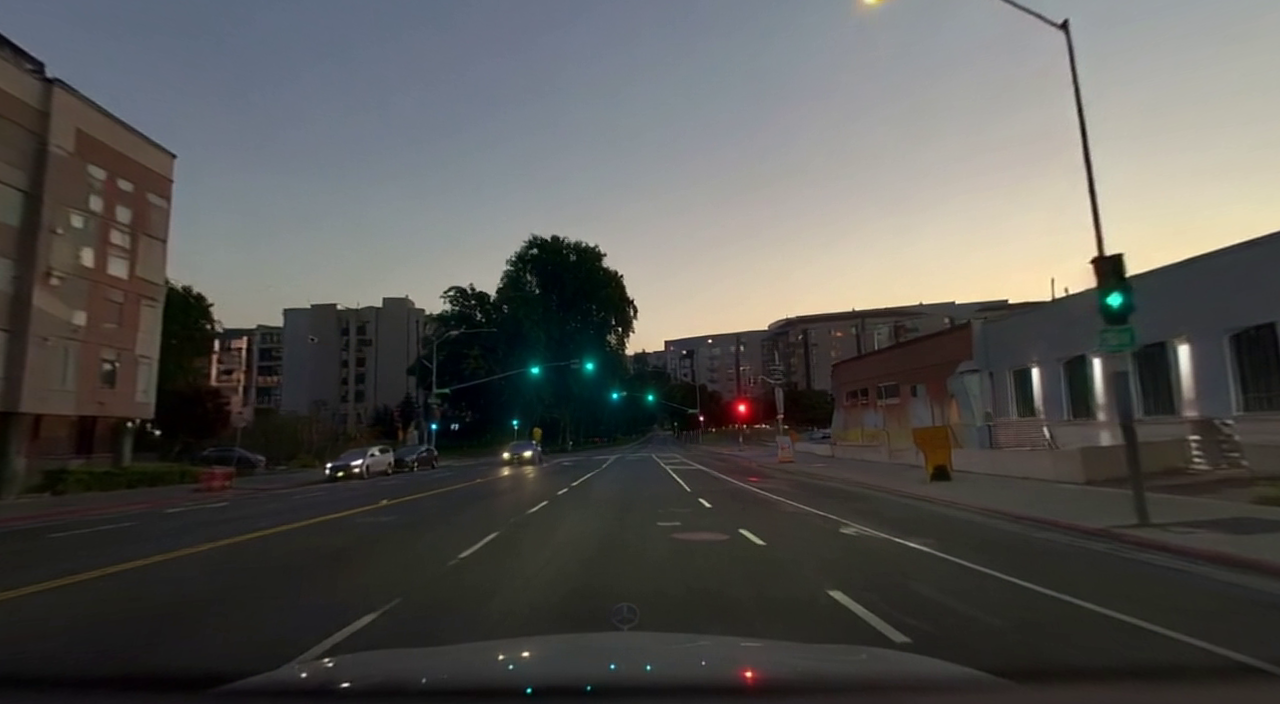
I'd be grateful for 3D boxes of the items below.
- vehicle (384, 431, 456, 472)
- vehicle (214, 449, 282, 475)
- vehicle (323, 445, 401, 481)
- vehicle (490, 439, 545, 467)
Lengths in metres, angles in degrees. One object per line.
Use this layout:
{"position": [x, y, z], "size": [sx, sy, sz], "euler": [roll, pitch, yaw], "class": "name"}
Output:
{"position": [-12.677, 5.798, 36.879], "size": [2.268, 2.181, 5.482], "euler": [0, -8, -1], "class": "vehicle"}
{"position": [-24.112, 6.765, 39.028], "size": [1.788, 1.487, 3.880], "euler": [0, -8, -3], "class": "vehicle"}
{"position": [-12.790, 5.105, 29.331], "size": [1.868, 1.520, 3.796], "euler": [0, -8, -1], "class": "vehicle"}
{"position": [-6.889, 5.719, 35.979], "size": [2.129, 1.495, 4.699], "euler": [0, -8, 1], "class": "vehicle"}
